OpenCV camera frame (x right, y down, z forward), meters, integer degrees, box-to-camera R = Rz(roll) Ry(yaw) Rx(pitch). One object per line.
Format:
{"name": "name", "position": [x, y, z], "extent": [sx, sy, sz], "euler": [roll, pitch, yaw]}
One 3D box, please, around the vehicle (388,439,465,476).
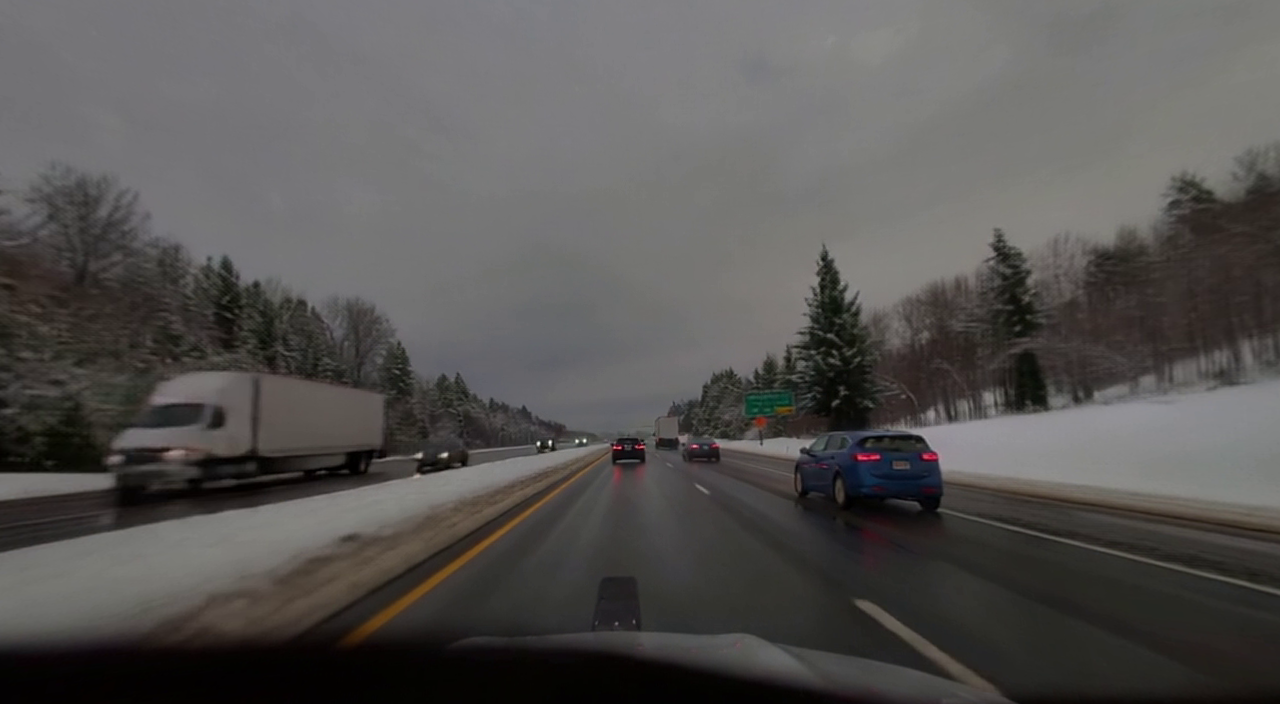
{"name": "vehicle", "position": [-9.385, 4.631, 28.047], "extent": [1.982, 1.455, 4.161], "euler": [0, -7, 0]}

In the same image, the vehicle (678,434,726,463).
{"name": "vehicle", "position": [3.250, 5.167, 34.006], "extent": [2.004, 1.469, 4.472], "euler": [0, -8, -2]}

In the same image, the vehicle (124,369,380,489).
{"name": "vehicle", "position": [-14.377, 3.125, 25.366], "extent": [3.122, 3.682, 11.678], "euler": [1, -7, -1]}

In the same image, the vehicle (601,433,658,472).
{"name": "vehicle", "position": [-0.457, 4.060, 25.752], "extent": [2.143, 1.466, 3.693], "euler": [0, -7, -2]}

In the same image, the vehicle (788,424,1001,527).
{"name": "vehicle", "position": [4.305, 2.124, 11.566], "extent": [2.066, 1.526, 4.216], "euler": [0, -7, -1]}
